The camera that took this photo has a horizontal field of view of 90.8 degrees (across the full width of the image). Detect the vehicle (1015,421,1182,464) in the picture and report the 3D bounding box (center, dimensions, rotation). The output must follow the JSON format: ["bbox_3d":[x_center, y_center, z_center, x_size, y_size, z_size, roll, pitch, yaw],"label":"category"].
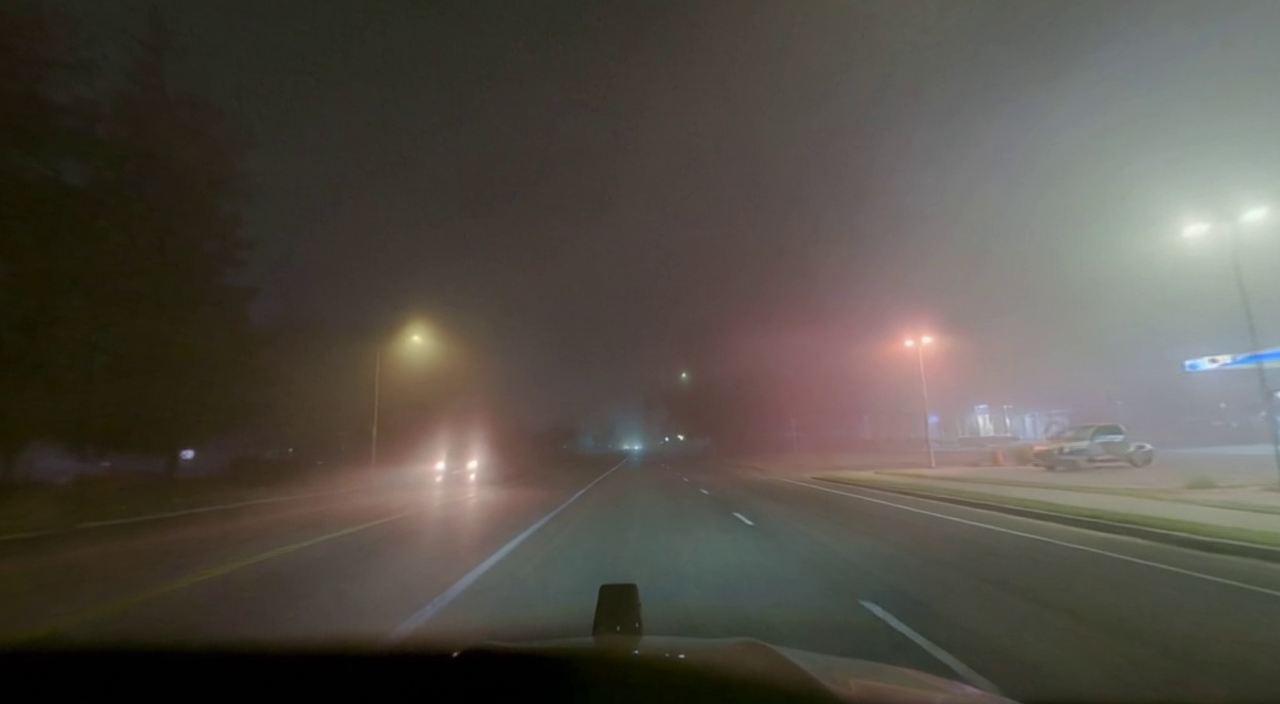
[{"bbox_3d":[16.442,3.269,22.836,4.506,1.461,1.955,0,-8,-1],"label":"vehicle"}]

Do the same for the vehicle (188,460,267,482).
[{"bbox_3d":[-29.076,8.366,44.591,4.279,1.437,1.872,-1,-8,3],"label":"vehicle"}]

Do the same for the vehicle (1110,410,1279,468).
[{"bbox_3d":[17.172,2.631,19.067,4.400,1.618,2.016,0,-8,-4],"label":"vehicle"}]

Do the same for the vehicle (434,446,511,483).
[{"bbox_3d":[-7.210,4.883,27.764,2.079,1.489,4.515,0,-8,1],"label":"vehicle"}]
